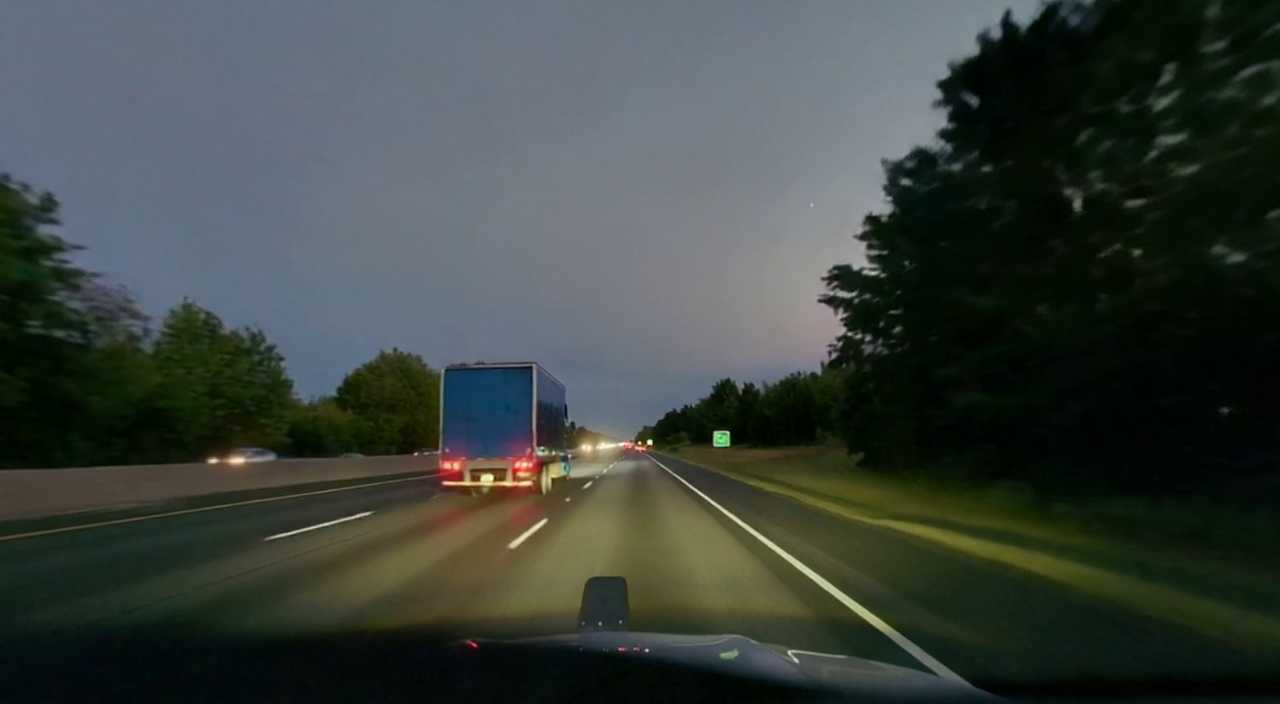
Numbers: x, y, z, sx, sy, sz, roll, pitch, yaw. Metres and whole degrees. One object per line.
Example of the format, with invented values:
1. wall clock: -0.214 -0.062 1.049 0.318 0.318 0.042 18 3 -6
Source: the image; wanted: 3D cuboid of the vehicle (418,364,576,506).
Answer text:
1. vehicle: -3.747 2.532 18.955 2.874 3.309 8.208 0 -8 -1
